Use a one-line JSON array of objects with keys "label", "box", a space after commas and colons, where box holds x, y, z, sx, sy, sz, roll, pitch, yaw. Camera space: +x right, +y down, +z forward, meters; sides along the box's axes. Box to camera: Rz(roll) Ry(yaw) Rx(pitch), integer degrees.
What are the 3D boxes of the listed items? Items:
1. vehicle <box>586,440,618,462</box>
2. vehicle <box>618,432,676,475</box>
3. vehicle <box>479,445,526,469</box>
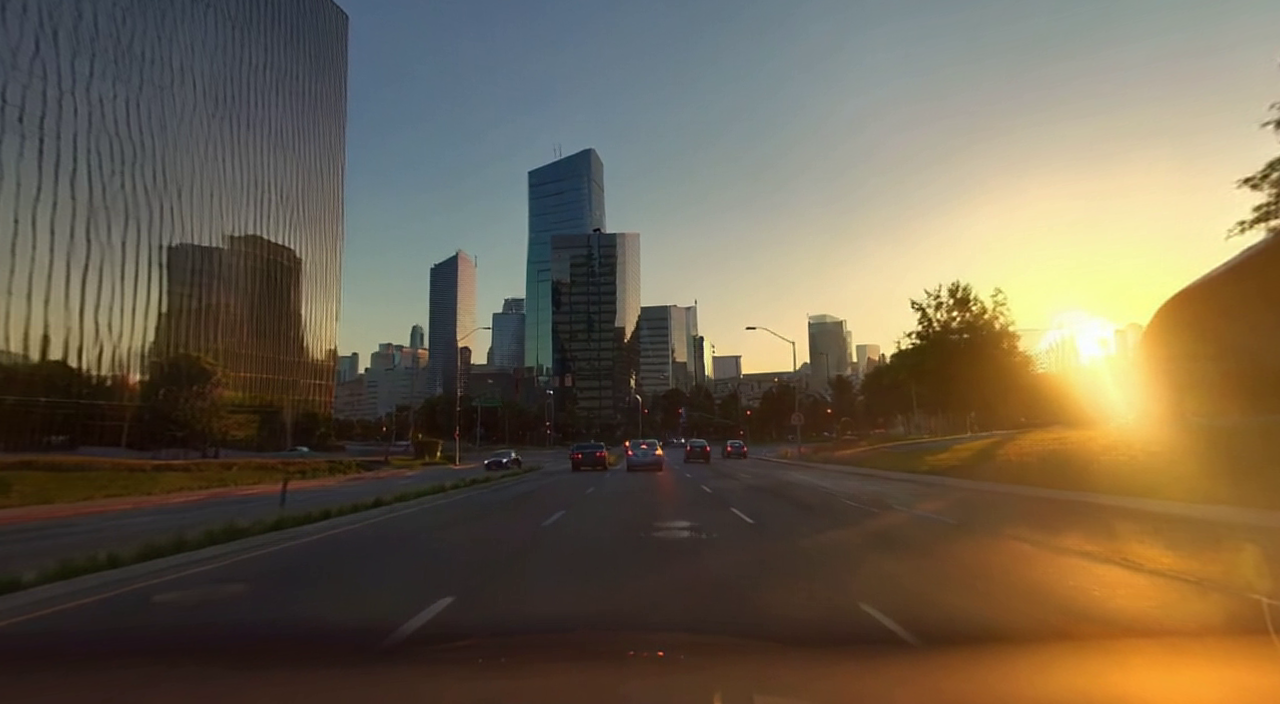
[{"label": "vehicle", "box": [-2.908, 7.677, 48.881, 2.103, 1.569, 3.861, 0, -9, 2]}, {"label": "vehicle", "box": [0.294, 4.905, 30.491, 2.601, 1.878, 4.535, 0, -9, 0]}, {"label": "vehicle", "box": [-9.665, 7.394, 44.575, 1.967, 1.552, 4.536, -1, -9, 4]}]
